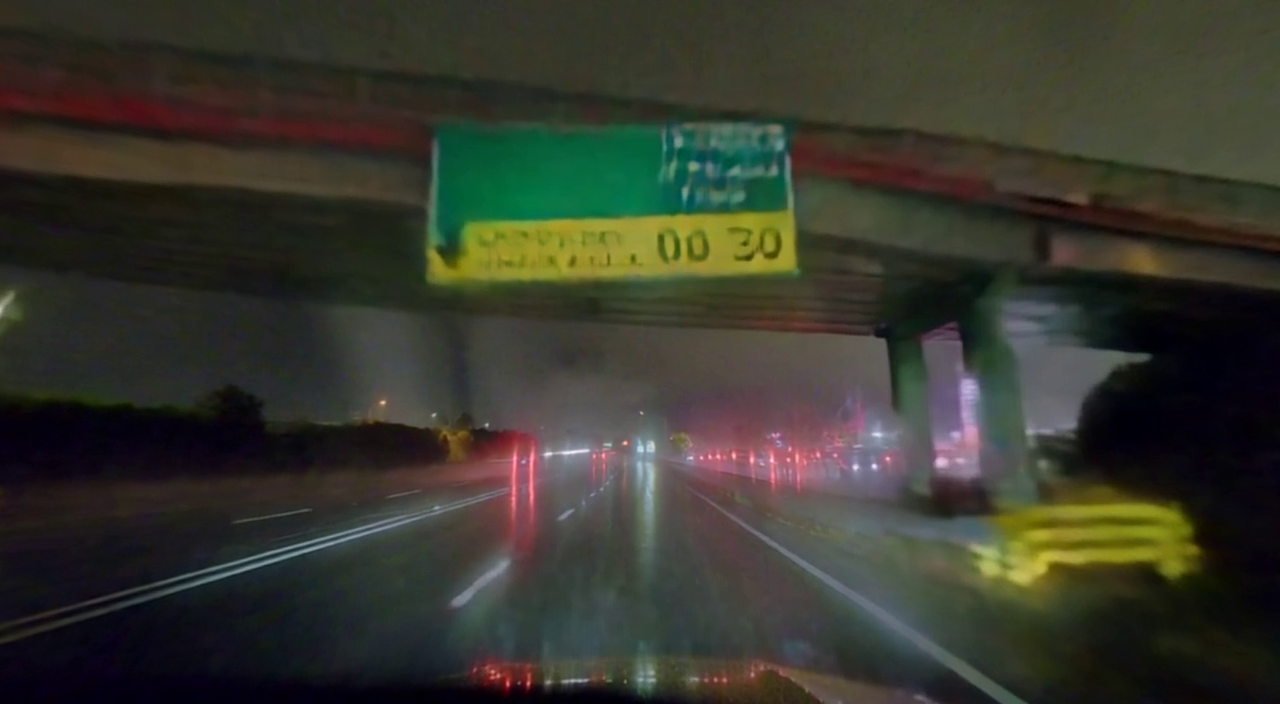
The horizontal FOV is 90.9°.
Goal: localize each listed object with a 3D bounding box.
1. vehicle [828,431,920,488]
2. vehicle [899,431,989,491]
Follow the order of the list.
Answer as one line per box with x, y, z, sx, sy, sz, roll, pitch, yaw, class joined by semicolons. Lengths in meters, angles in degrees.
15.790;7.316;43.384;2.635;3.459;9.104;1;-9;-1;vehicle
18.644;6.673;39.020;2.594;3.362;5.549;1;-9;-1;vehicle
